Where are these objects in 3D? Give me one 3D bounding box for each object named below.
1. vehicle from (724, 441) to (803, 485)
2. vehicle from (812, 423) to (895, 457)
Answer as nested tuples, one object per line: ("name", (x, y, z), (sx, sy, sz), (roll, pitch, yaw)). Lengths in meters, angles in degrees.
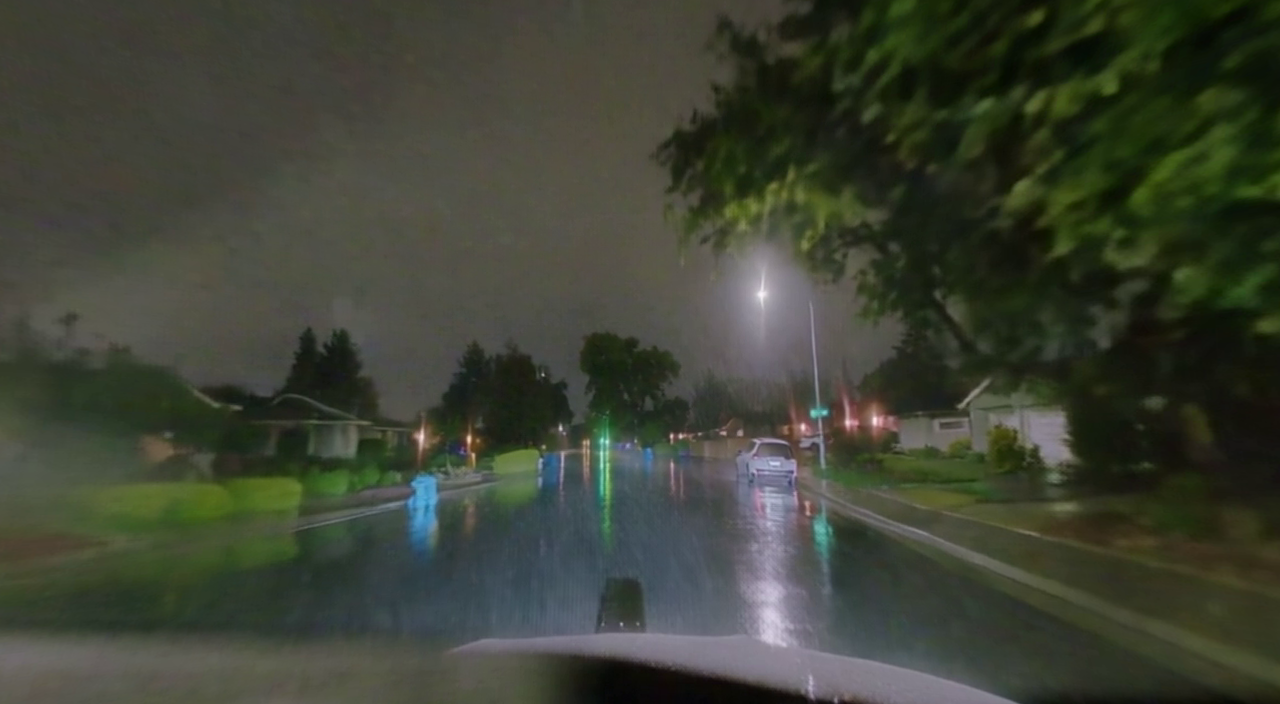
("vehicle", (4.679, 4.297, 24.654), (2.088, 1.522, 4.449), (0, -9, -1))
("vehicle", (13.666, 5.645, 40.552), (4.421, 1.703, 1.927), (-5, -8, -6))
